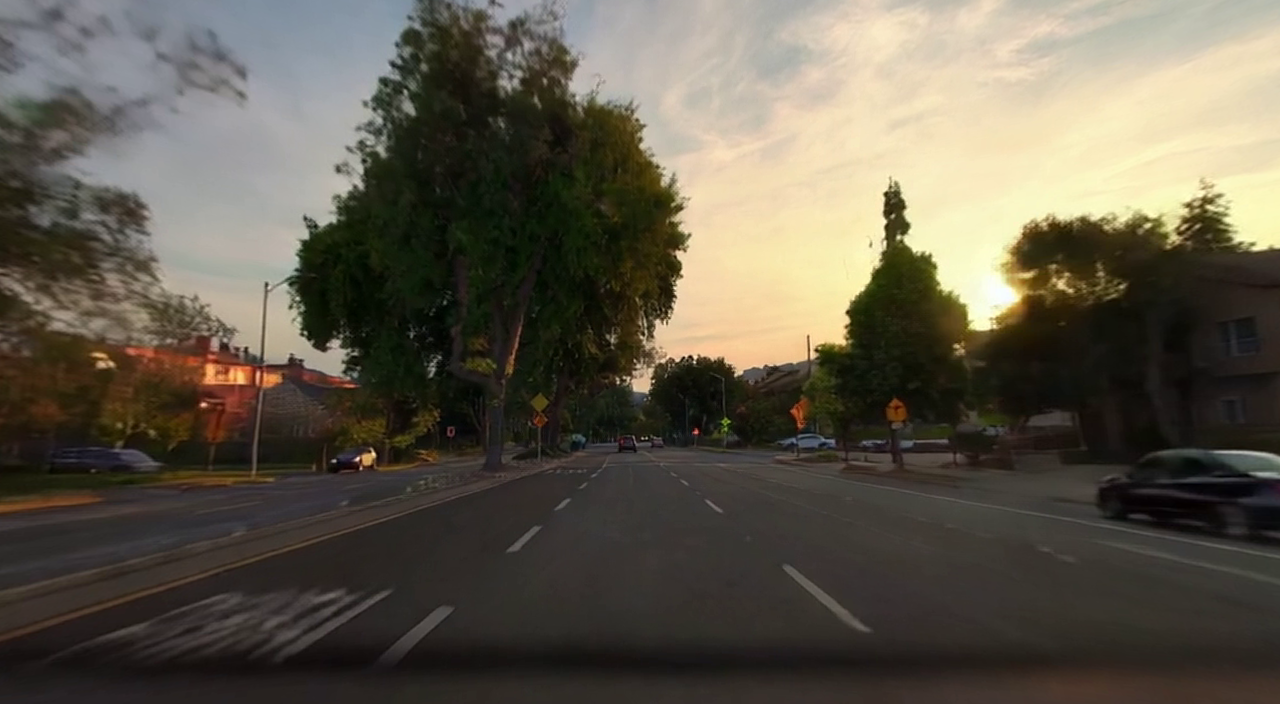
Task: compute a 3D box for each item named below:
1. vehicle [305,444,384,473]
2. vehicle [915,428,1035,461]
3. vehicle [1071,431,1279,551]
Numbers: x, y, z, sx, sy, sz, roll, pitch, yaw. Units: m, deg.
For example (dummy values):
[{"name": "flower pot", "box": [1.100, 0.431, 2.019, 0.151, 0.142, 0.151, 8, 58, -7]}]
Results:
[{"name": "vehicle", "box": [-20.501, 7.379, 43.977, 4.534, 1.724, 1.952, -3, -8, 1]}, {"name": "vehicle", "box": [16.171, 4.498, 30.735, 4.719, 1.513, 1.899, -2, -8, 10]}, {"name": "vehicle", "box": [8.751, 1.874, 8.943, 1.925, 1.454, 4.493, 0, -8, -3]}]
